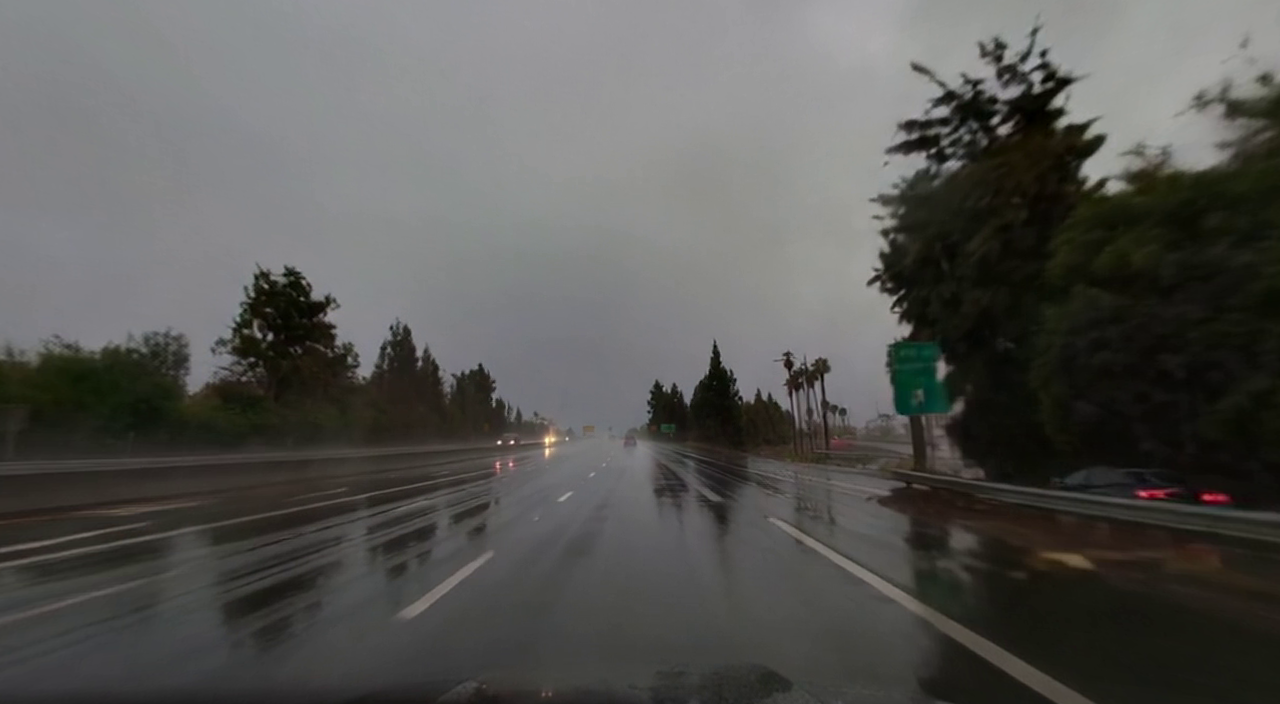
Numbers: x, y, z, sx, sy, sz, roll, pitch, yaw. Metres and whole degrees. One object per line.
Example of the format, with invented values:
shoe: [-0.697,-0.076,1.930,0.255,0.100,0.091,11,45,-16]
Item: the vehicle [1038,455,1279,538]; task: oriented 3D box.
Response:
vehicle: [11.727,3.278,14.665,2.037,1.487,4.962,1,-11,6]
